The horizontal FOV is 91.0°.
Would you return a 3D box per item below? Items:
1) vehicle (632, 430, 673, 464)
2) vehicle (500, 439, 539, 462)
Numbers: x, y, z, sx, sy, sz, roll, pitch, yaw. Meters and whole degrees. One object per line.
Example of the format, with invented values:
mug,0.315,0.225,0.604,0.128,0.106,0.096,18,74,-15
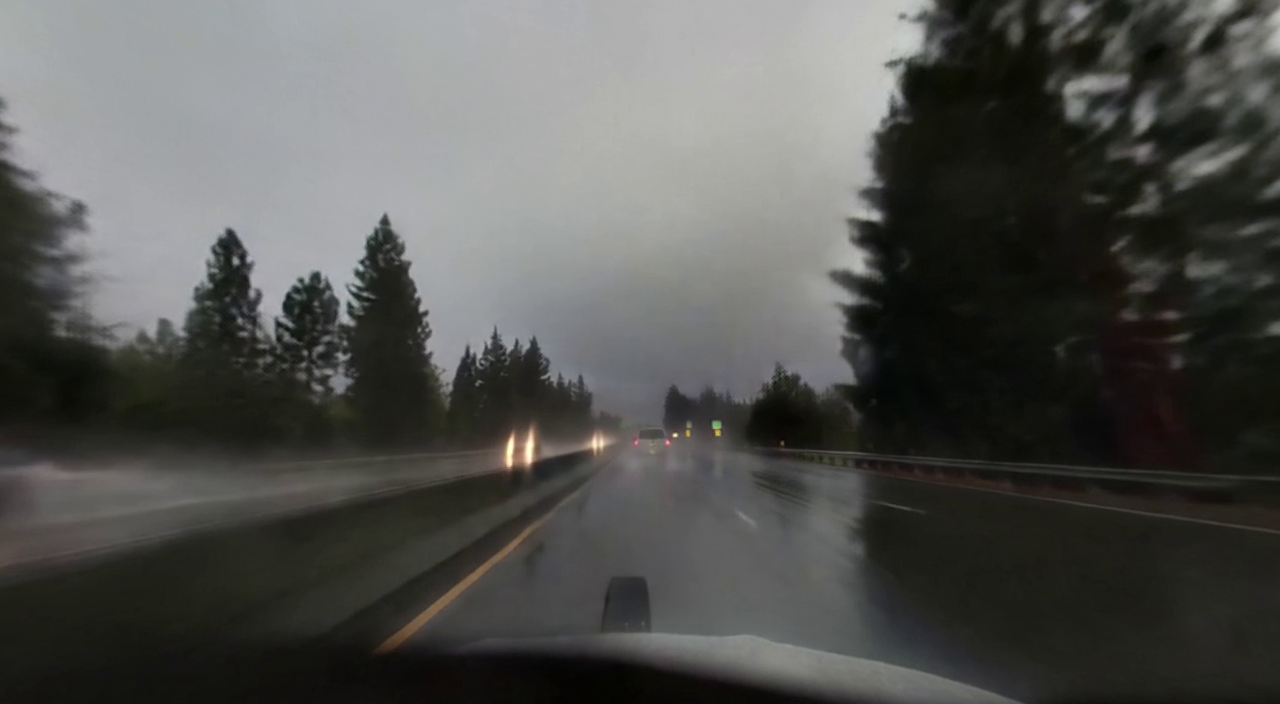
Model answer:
vehicle,0.723,5.691,37.815,2.301,1.944,4.554,0,-8,1
vehicle,-8.185,6.715,43.013,1.863,1.529,4.010,0,-8,1
